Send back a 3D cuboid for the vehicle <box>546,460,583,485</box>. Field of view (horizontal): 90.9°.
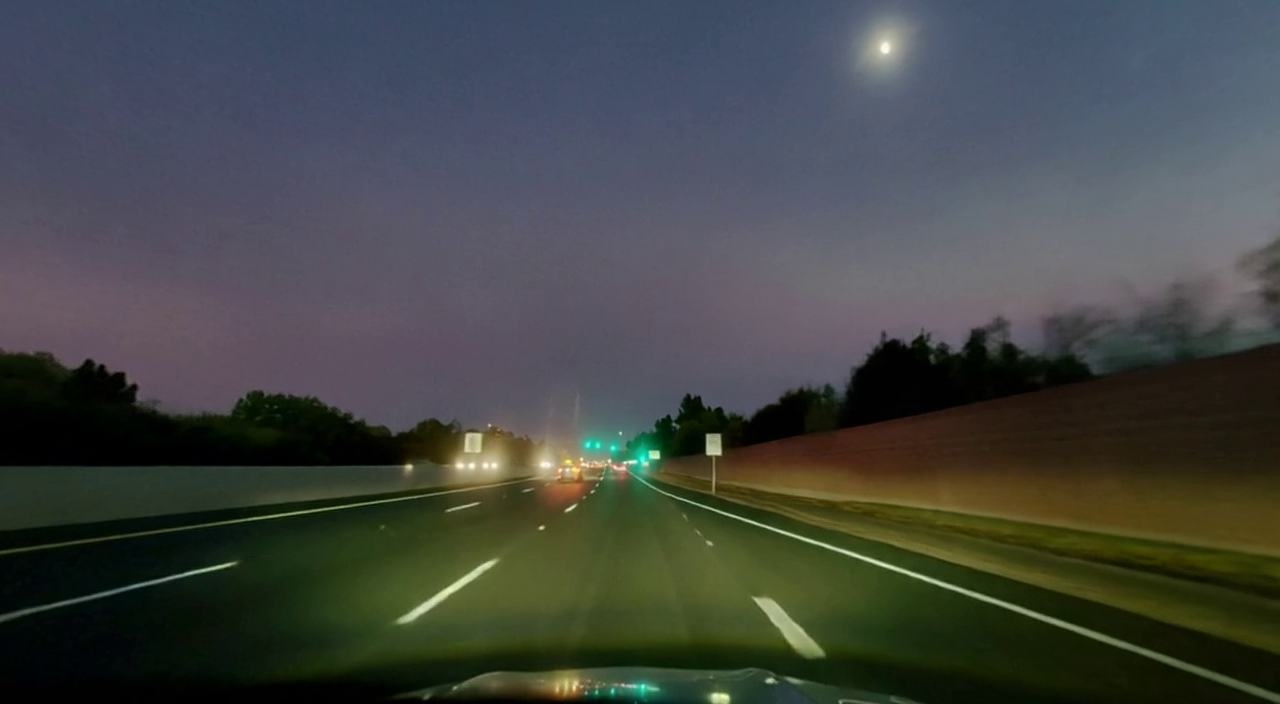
[{"bbox_3d":[-5.159,8.303,43.367,2.039,1.605,4.365,1,-11,-1],"label":"vehicle"}]
